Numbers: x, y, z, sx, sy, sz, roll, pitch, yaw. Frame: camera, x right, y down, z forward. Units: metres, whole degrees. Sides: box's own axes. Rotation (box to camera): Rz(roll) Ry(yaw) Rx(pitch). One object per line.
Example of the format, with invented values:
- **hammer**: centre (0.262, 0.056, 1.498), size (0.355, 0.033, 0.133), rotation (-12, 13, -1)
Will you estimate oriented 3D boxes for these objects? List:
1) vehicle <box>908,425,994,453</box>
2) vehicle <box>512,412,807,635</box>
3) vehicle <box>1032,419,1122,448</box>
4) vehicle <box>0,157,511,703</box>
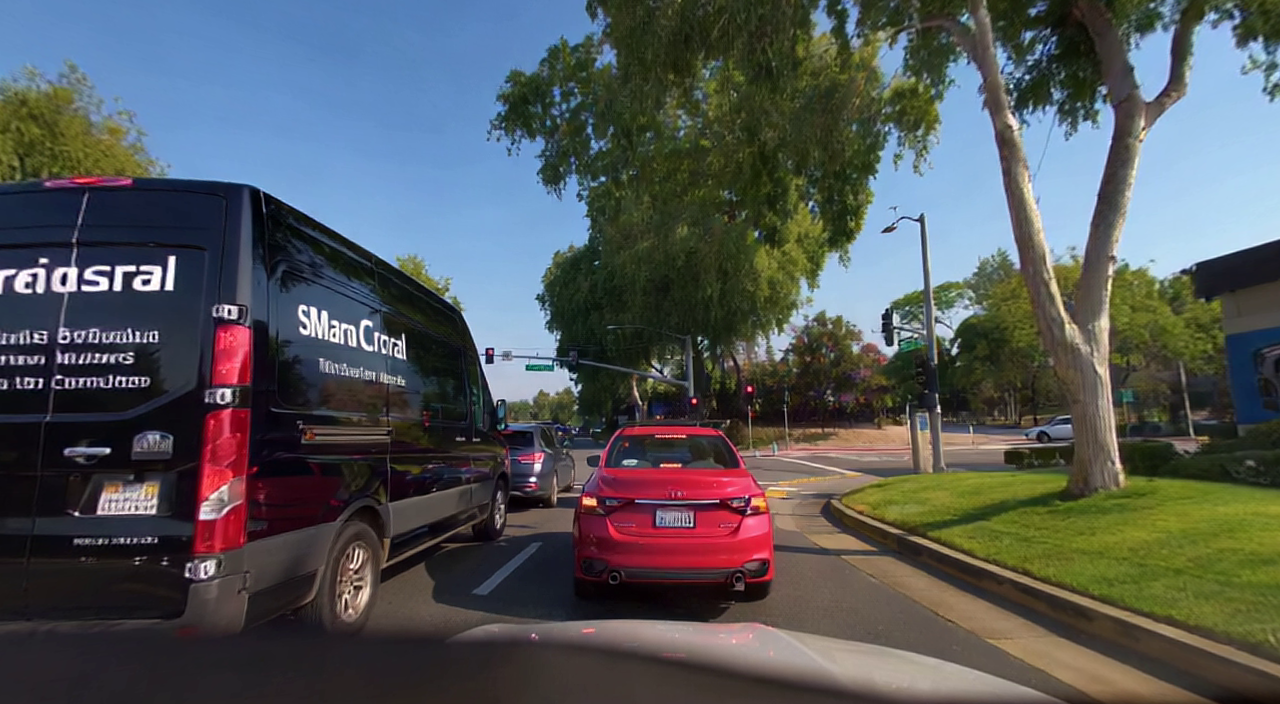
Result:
- **vehicle**: centre (21.935, 6.164, 44.495), size (5.021, 1.848, 2.210), rotation (1, -9, -9)
- **vehicle**: centre (0.299, 1.706, 7.337), size (2.398, 1.773, 4.254), rotation (-1, -8, 4)
- **vehicle**: centre (32.028, 6.015, 46.147), size (5.084, 2.041, 2.360), rotation (2, -9, -10)
- **vehicle**: centre (-3.118, 0.912, 5.852), size (2.555, 3.035, 5.702), rotation (0, -8, 0)
